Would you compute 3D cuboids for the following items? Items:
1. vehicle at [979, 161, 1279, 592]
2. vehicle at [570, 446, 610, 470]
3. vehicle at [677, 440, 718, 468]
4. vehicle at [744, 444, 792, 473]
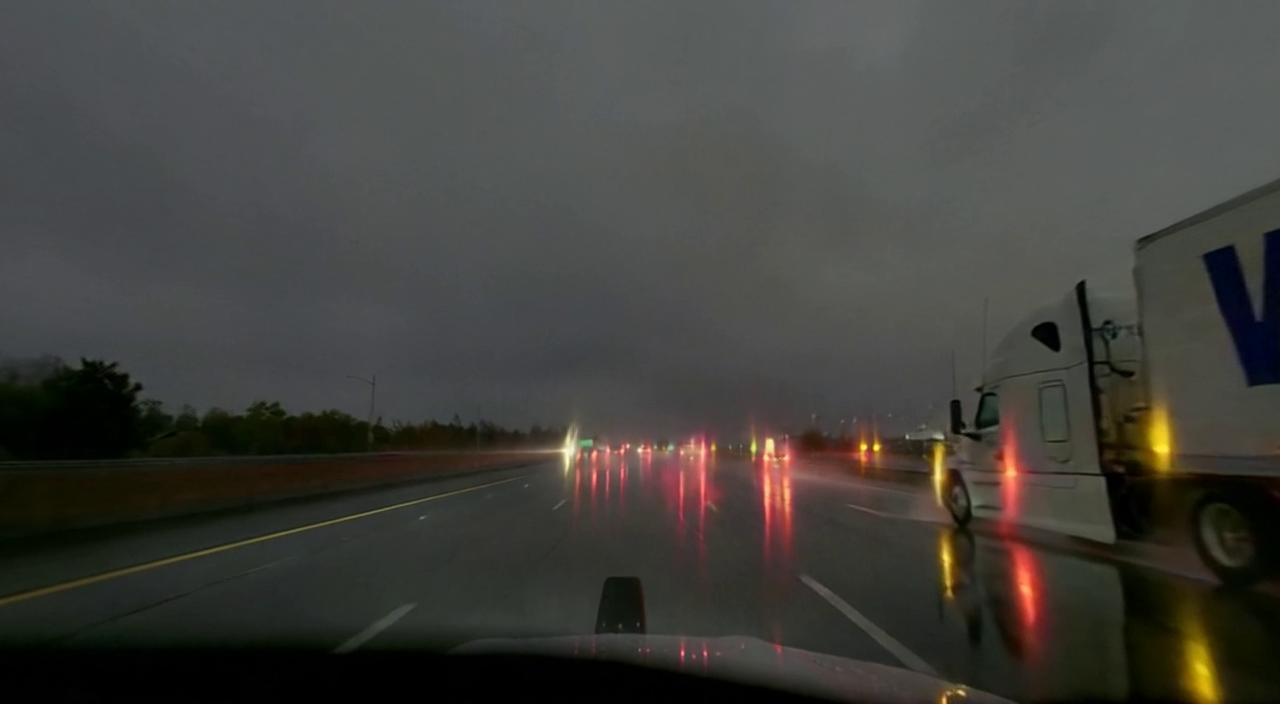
[{"bbox_3d":[7.741,0.525,7.879,3.034,4.112,7.110,0,-9,2],"label":"vehicle"},{"bbox_3d":[-3.305,7.184,42.740,2.164,1.507,4.748,0,-9,2],"label":"vehicle"},{"bbox_3d":[4.427,7.966,49.335,2.770,1.990,5.755,0,-9,1],"label":"vehicle"},{"bbox_3d":[8.085,6.753,40.214,2.188,1.727,4.381,0,-9,1],"label":"vehicle"}]
